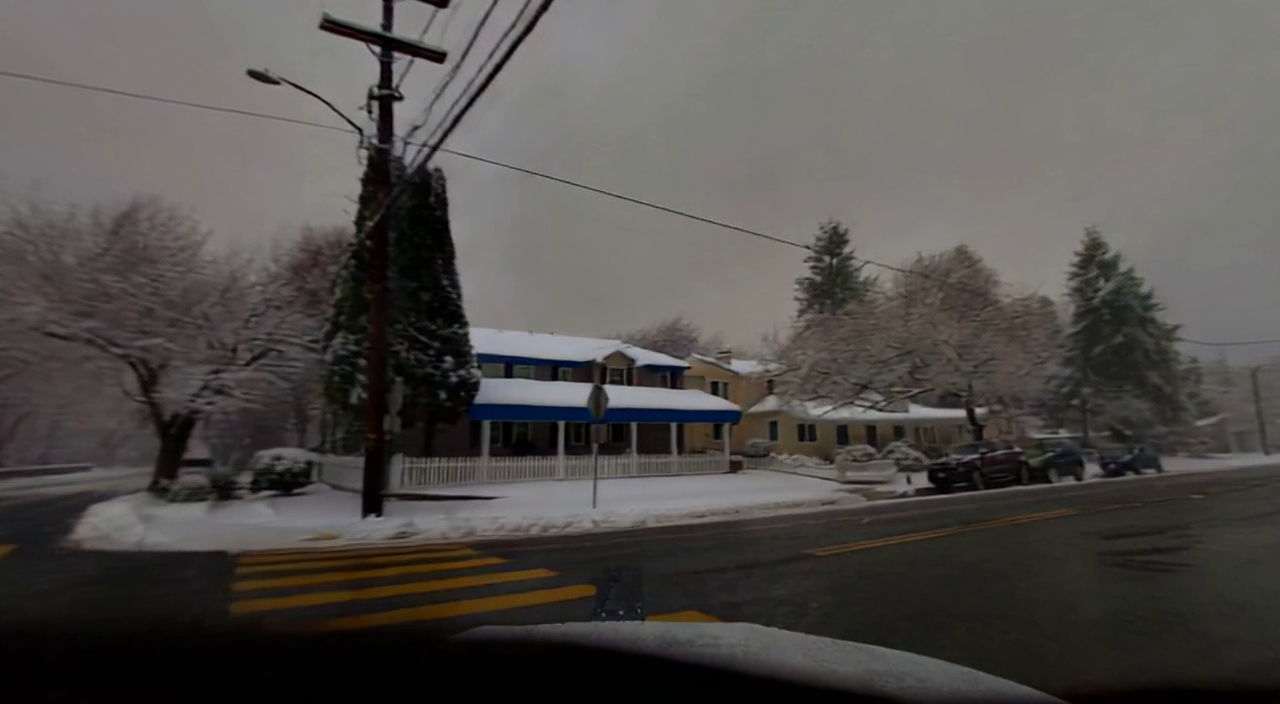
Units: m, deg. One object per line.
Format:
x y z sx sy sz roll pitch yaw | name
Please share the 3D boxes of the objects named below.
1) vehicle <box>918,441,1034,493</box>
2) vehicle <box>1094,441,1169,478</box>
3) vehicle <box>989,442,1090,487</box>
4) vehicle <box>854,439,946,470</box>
12.661 4.245 23.733 4.509 1.775 1.975 6 -11 -36 | vehicle
26.206 5.674 33.621 4.274 1.785 1.970 6 -11 -37 | vehicle
16.935 4.697 26.731 4.318 1.723 1.913 6 -10 -34 | vehicle
15.239 6.020 37.272 2.033 1.725 4.492 7 -11 -39 | vehicle
